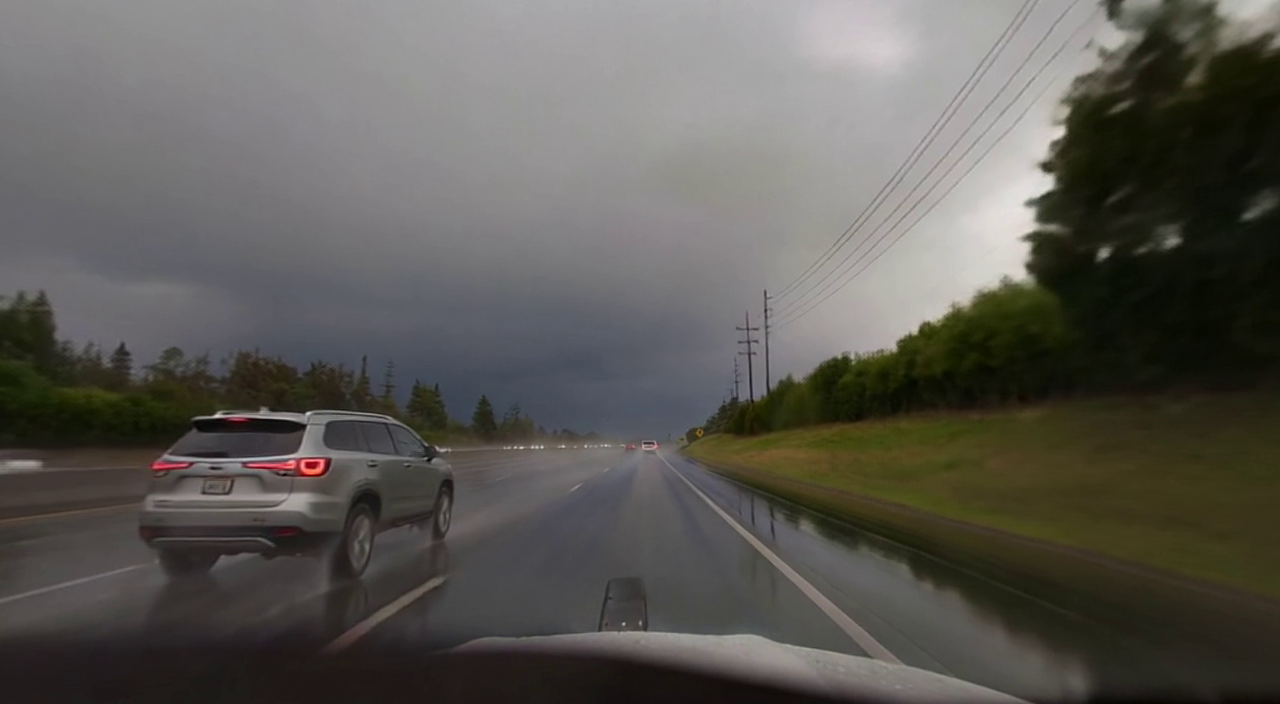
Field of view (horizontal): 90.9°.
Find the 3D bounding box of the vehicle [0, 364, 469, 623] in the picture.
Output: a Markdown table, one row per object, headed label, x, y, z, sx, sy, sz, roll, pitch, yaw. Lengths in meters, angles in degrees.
| label | x | y | z | sx | sy | sz | roll | pitch | yaw |
| --- | --- | --- | --- | --- | --- | --- | --- | --- | --- |
| vehicle | -3.834 | 1.456 | 7.439 | 2.136 | 1.975 | 5.037 | -1 | -8 | 1 |
